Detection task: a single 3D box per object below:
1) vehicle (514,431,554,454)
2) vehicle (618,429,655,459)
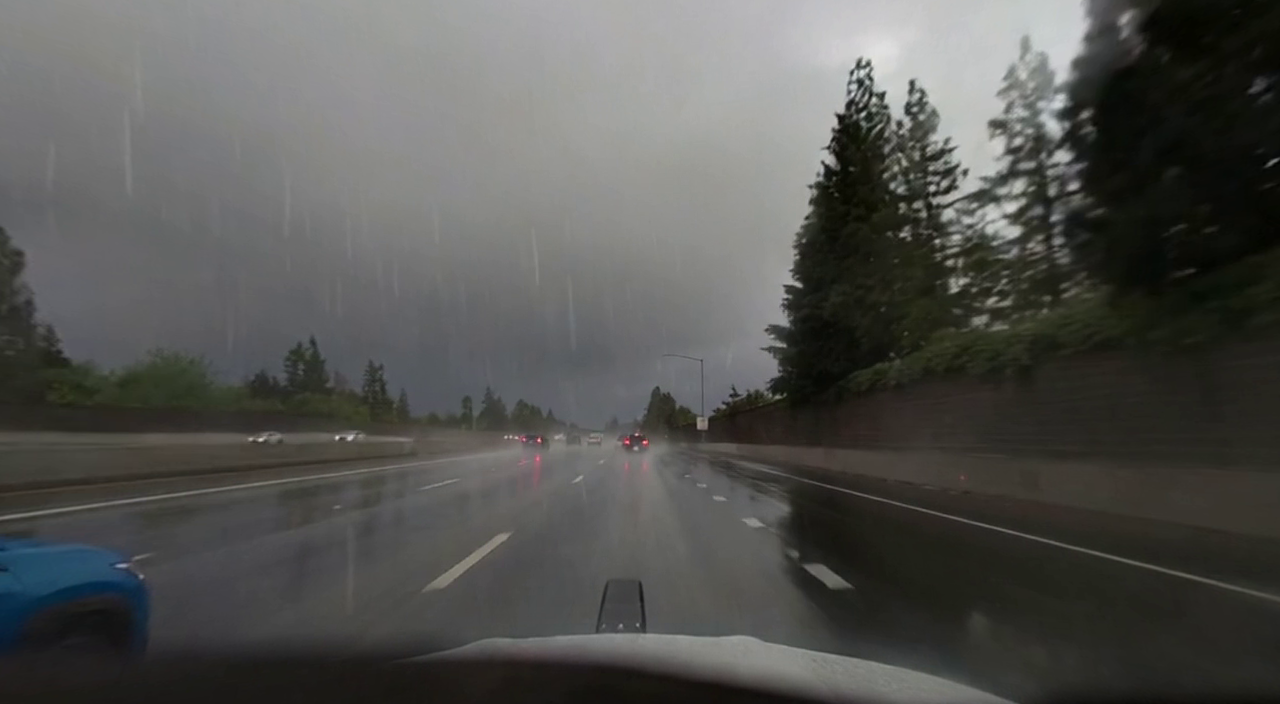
[{"bbox_3d":[-7.553,6.481,45.113,2.019,1.523,4.396,0,-8,1],"label":"vehicle"},{"bbox_3d":[-0.177,5.599,38.279,2.141,1.706,4.065,0,-8,0],"label":"vehicle"}]
